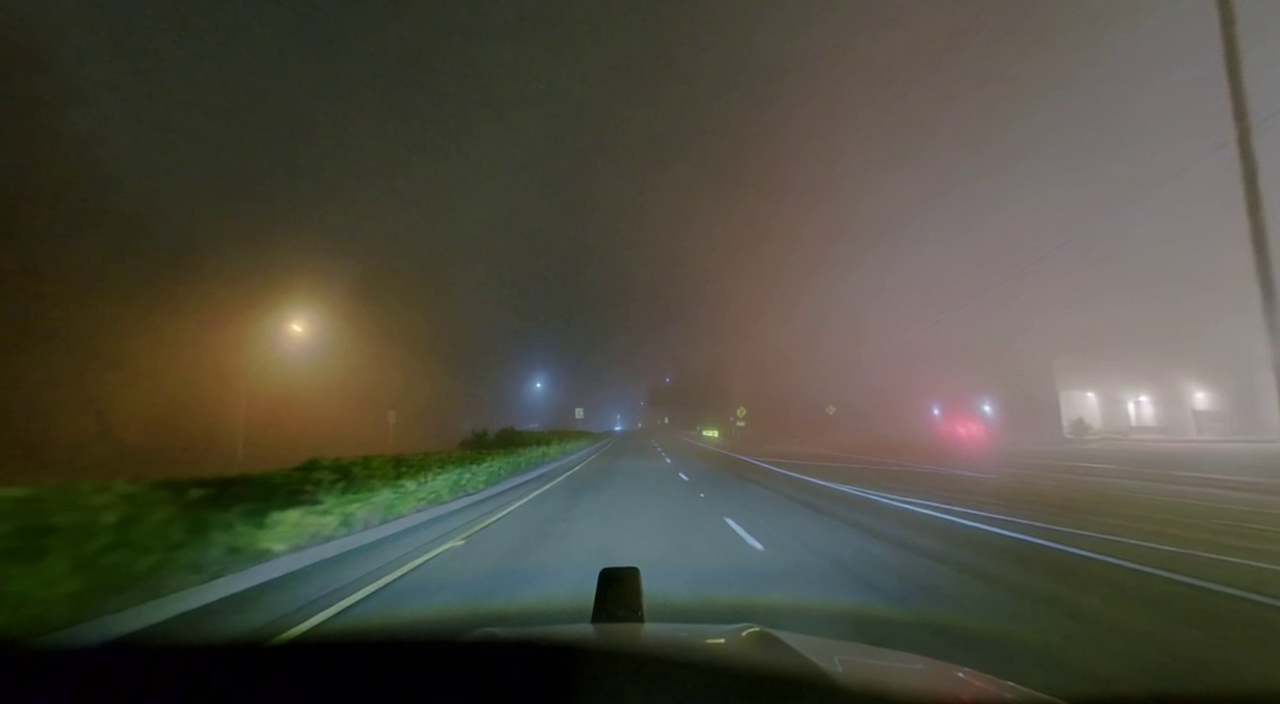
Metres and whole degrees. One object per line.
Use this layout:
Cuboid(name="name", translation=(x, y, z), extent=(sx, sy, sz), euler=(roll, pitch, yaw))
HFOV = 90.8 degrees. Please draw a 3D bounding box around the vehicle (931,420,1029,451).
Cuboid(name="vehicle", translation=(24.498, 6.074, 45.745), extent=(5.603, 2.179, 2.440), euler=(-1, -9, 5))
